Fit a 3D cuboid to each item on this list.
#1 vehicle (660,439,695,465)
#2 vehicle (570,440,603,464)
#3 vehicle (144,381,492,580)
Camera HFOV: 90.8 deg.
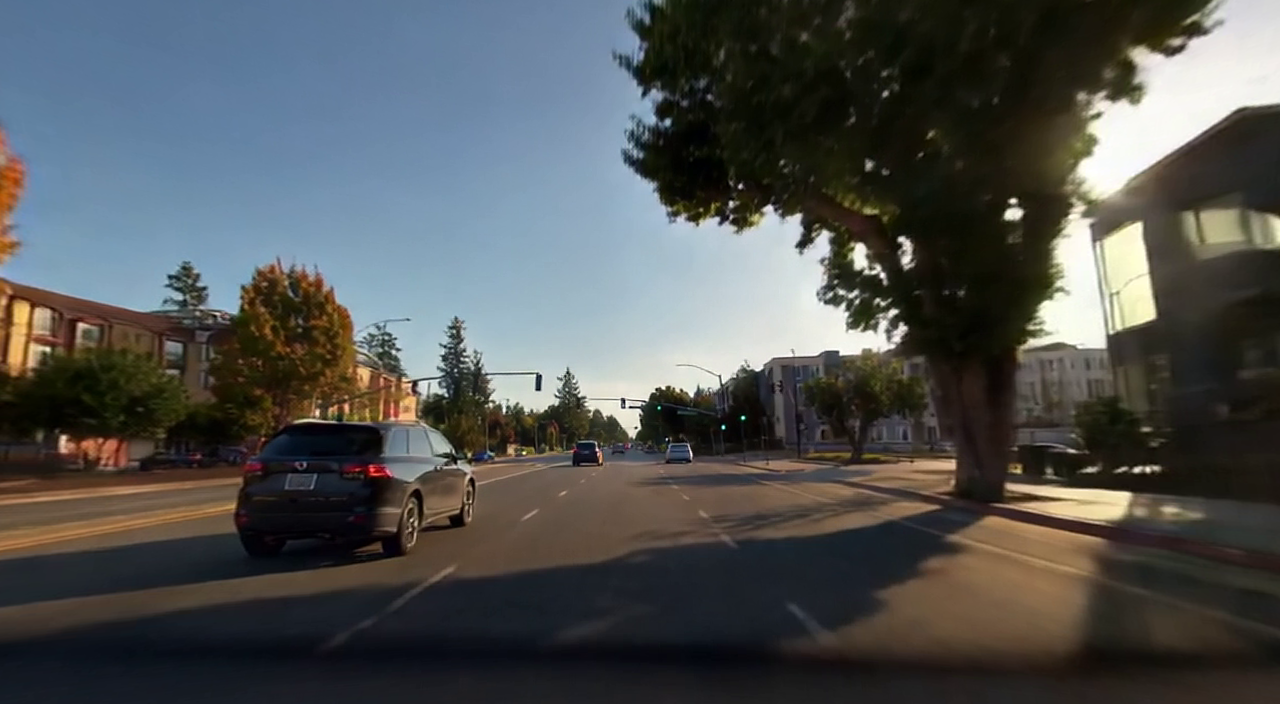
[{"bbox_3d":[2.589,7.044,44.540,2.018,1.719,4.369,0,-8,-2],"label":"vehicle"},{"bbox_3d":[-3.967,7.498,47.449,2.083,1.685,4.069,0,-8,1],"label":"vehicle"},{"bbox_3d":[-3.841,1.671,8.997,2.225,1.984,5.168,0,-8,0],"label":"vehicle"}]
